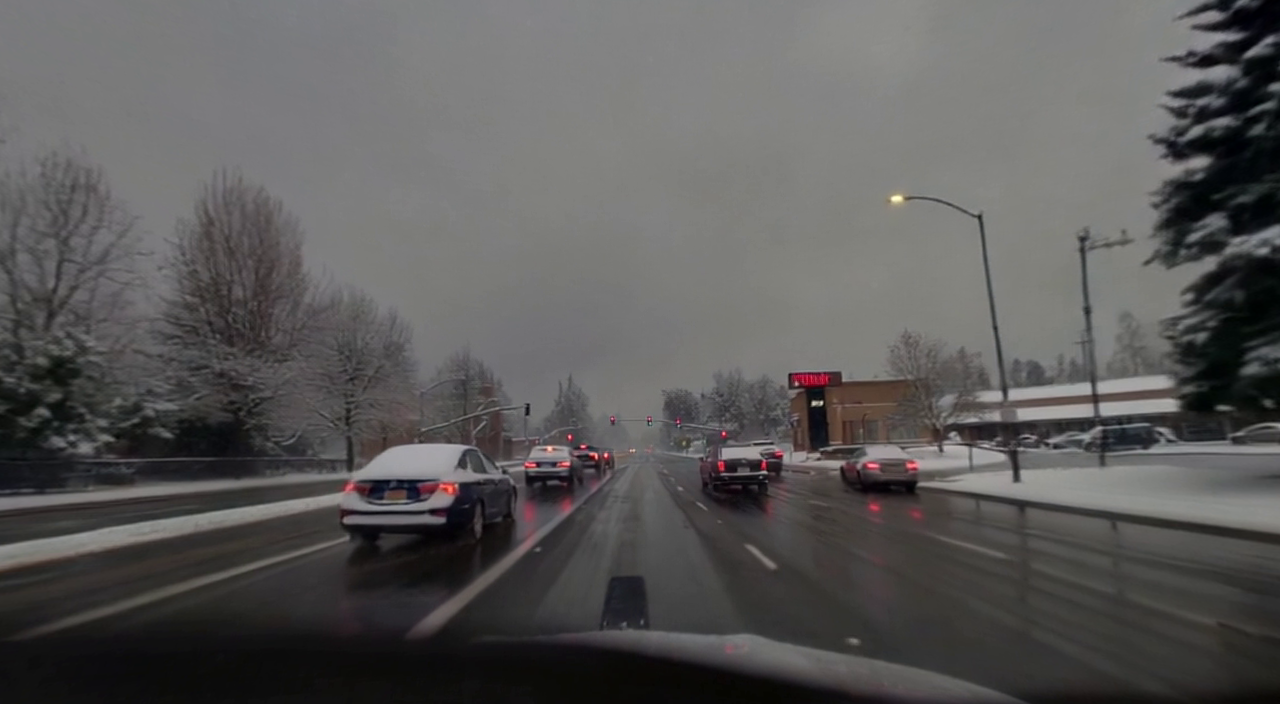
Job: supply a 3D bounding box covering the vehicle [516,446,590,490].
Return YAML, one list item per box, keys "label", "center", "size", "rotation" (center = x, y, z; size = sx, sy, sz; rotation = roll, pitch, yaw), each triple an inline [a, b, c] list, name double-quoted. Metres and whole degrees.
- label: "vehicle"
  center: [-3.226, 4.389, 24.279]
  size: [2.087, 1.494, 4.626]
  rotation: [-1, -9, 1]

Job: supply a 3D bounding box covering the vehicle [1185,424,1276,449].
- label: "vehicle"
  center: [44.789, 6.458, 47.914]
  size: [1.895, 1.633, 4.537]
  rotation: [8, -12, -29]

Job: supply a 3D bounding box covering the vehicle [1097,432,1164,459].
- label: "vehicle"
  center: [29.327, 5.574, 37.821]
  size: [1.793, 1.478, 4.462]
  rotation: [-5, -9, 20]

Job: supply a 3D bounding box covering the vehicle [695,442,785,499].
- label: "vehicle"
  center: [2.898, 3.550, 19.264]
  size: [2.004, 1.512, 4.206]
  rotation: [0, -9, -1]

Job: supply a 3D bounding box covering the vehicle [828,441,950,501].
- label: "vehicle"
  center: [7.285, 3.522, 19.068]
  size: [2.070, 1.547, 4.941]
  rotation: [-1, -9, 5]

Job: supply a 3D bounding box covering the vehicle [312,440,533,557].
- label: "vehicle"
  center: [-3.127, 2.194, 10.201]
  size: [1.952, 1.457, 4.372]
  rotation: [0, -9, 1]
